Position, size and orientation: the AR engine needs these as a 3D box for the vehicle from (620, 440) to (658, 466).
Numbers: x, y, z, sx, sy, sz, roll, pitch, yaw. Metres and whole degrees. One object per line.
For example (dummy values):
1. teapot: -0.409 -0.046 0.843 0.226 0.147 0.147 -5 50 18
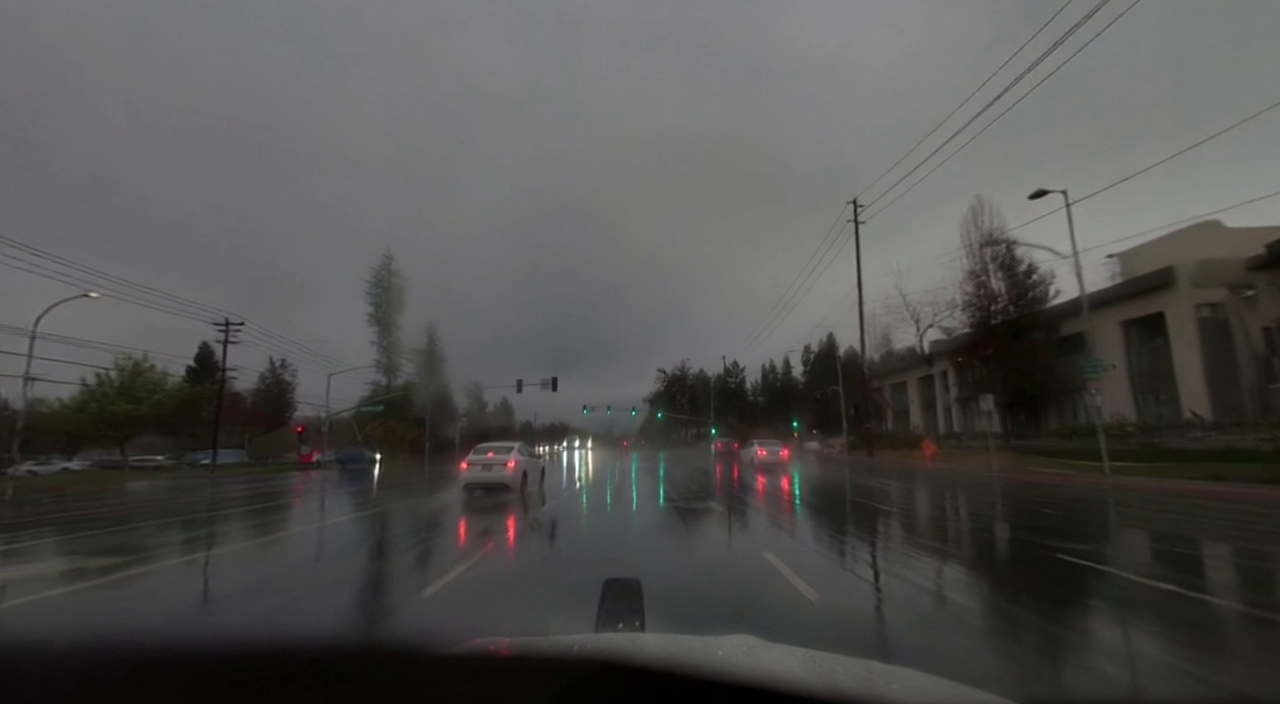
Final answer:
1. vehicle: -0.078 5.925 37.085 2.098 1.431 3.958 0 -8 0

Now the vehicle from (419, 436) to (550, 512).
1. vehicle: -3.320 2.681 14.434 1.837 1.463 4.311 0 -8 1

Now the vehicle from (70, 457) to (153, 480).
1. vehicle: -40.132 8.824 48.019 4.488 1.463 1.905 -2 -8 -5

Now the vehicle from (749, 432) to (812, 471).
1. vehicle: 6.588 4.699 30.097 1.945 1.706 4.190 0 -8 -2

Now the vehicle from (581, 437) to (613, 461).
1. vehicle: -3.250 7.462 48.724 2.033 1.714 4.278 0 -8 1
